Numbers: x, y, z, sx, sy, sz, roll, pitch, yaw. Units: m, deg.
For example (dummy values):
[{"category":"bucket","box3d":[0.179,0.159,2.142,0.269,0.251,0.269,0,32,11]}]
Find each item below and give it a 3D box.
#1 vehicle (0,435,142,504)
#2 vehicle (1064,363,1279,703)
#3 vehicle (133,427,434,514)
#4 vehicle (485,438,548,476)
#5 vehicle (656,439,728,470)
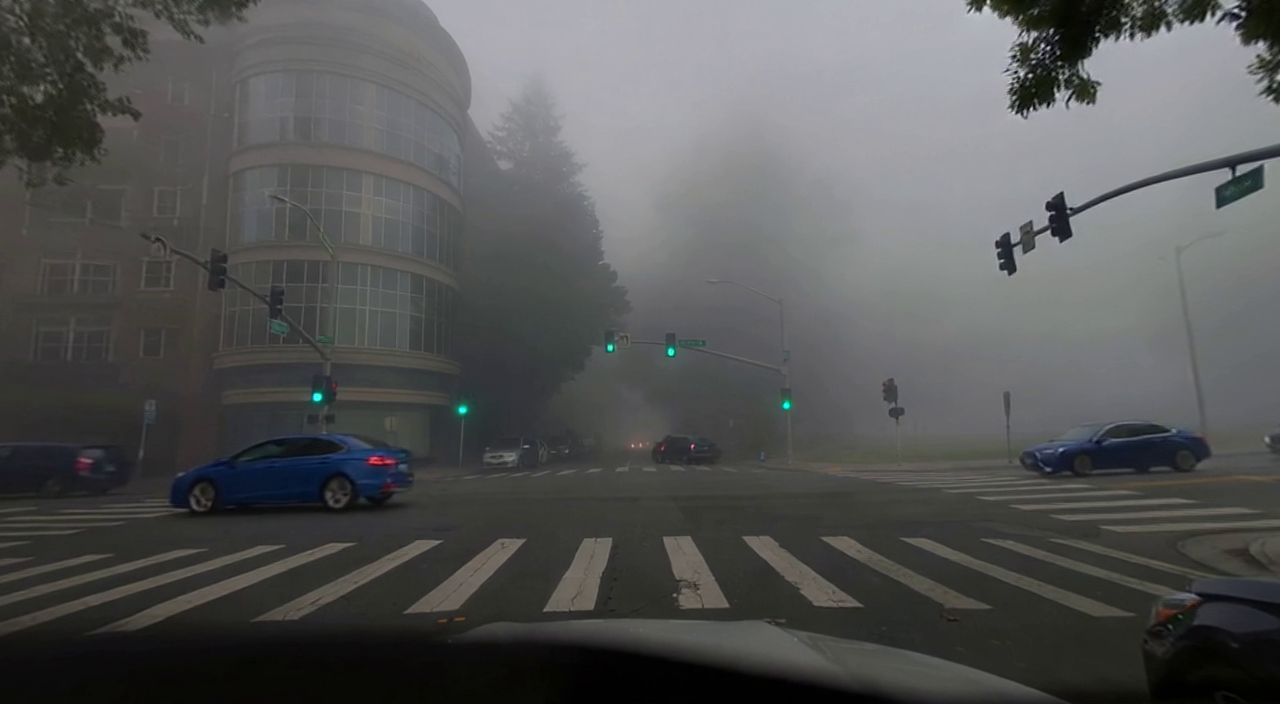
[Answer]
[{"category":"vehicle","box3d":[-17.013,3.230,17.481,4.565,1.769,1.940,0,-8,-1]},{"category":"vehicle","box3d":[2.875,0.673,0.838,1.947,1.576,3.825,0,-8,1]},{"category":"vehicle","box3d":[-7.561,2.550,13.769,5.369,1.704,1.993,0,-8,1]},{"category":"vehicle","box3d":[-5.959,5.087,30.800,2.115,1.690,4.322,0,-8,1]},{"category":"vehicle","box3d":[2.545,5.193,32.109,2.031,1.442,4.446,3,-9,-19]}]
